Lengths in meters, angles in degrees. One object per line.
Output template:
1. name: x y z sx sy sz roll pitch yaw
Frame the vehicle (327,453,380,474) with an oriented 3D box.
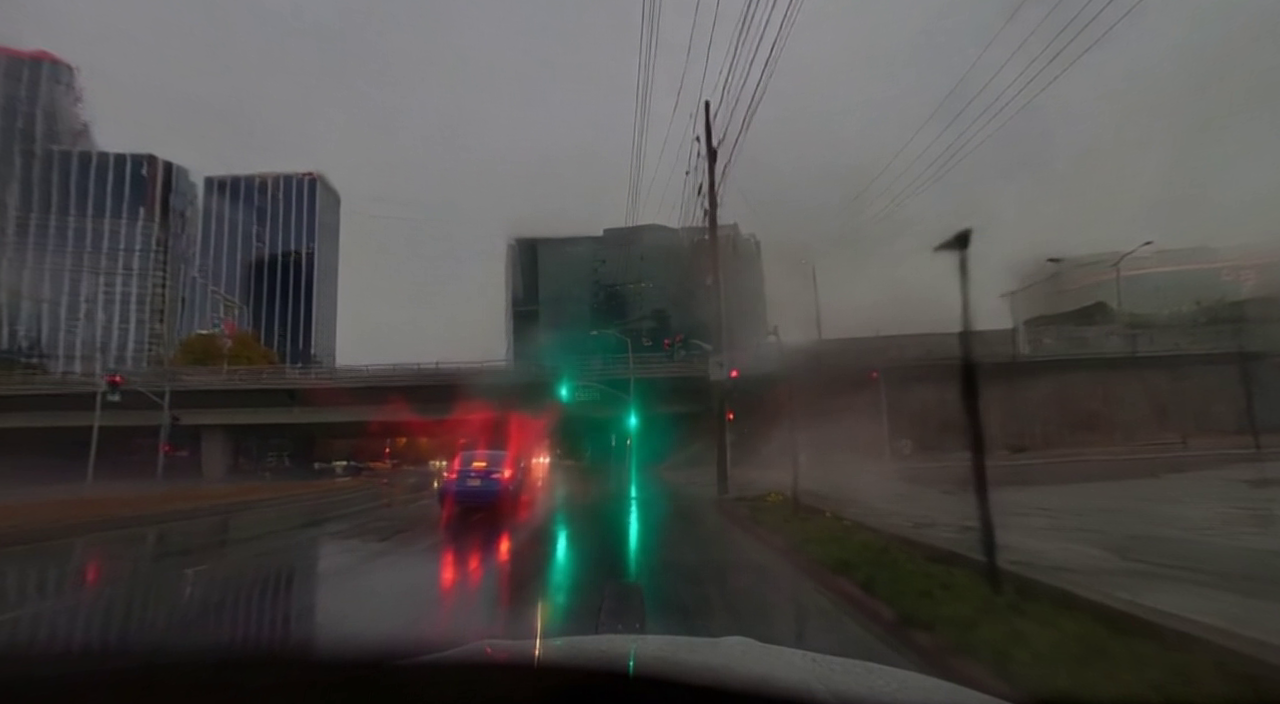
1. vehicle: -21.997 8.587 48.725 2.051 1.498 4.337 0 -9 -1

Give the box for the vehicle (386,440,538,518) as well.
1. vehicle: -3.774 2.798 14.402 2.154 1.465 4.532 0 -9 0
